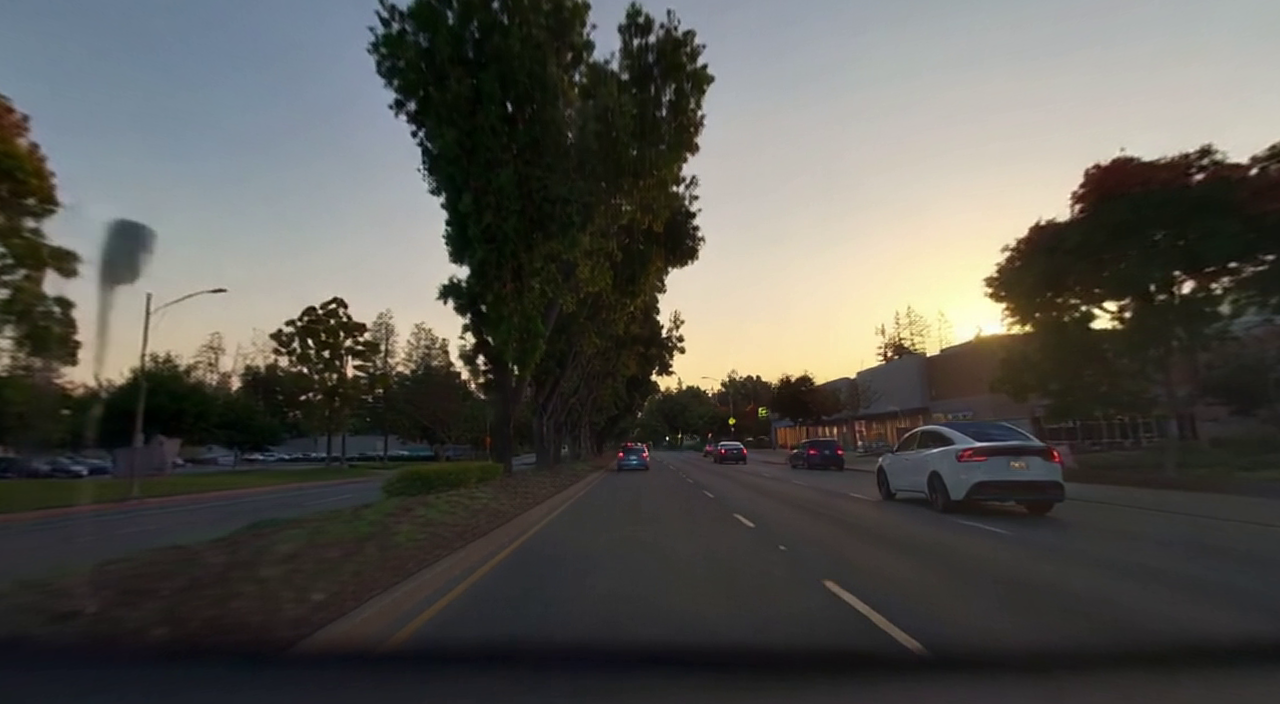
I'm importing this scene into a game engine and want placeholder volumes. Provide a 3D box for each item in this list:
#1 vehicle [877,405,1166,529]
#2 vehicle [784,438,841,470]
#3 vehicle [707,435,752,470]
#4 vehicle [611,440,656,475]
[{"bbox_3d":[7.066,2.211,12.804,2.240,1.923,5.678,0,-8,-1],"label":"vehicle"},{"bbox_3d":[10.278,6.115,38.035,1.988,1.783,5.324,0,-8,1],"label":"vehicle"},{"bbox_3d":[5.045,5.731,36.172,1.955,1.845,4.538,0,-8,1],"label":"vehicle"},{"bbox_3d":[-0.290,5.053,30.505,2.037,1.568,3.693,0,-8,0],"label":"vehicle"}]
